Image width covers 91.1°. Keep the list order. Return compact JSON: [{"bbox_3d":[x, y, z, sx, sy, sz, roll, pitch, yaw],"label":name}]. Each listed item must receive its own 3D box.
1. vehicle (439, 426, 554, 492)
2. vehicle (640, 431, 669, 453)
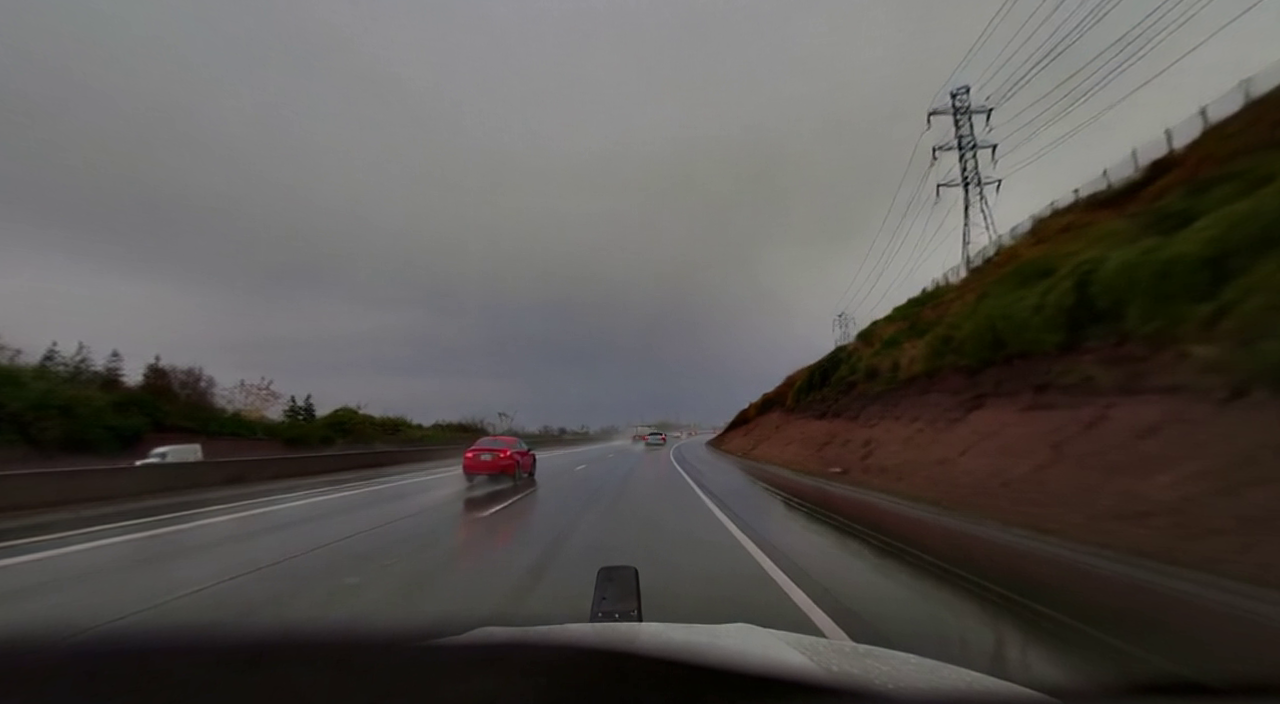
[{"bbox_3d":[-3.638,2.767,16.816,2.030,1.522,4.250,0,-8,1],"label":"vehicle"},{"bbox_3d":[1.106,6.783,47.507,2.077,1.523,4.206,0,-8,3],"label":"vehicle"}]
